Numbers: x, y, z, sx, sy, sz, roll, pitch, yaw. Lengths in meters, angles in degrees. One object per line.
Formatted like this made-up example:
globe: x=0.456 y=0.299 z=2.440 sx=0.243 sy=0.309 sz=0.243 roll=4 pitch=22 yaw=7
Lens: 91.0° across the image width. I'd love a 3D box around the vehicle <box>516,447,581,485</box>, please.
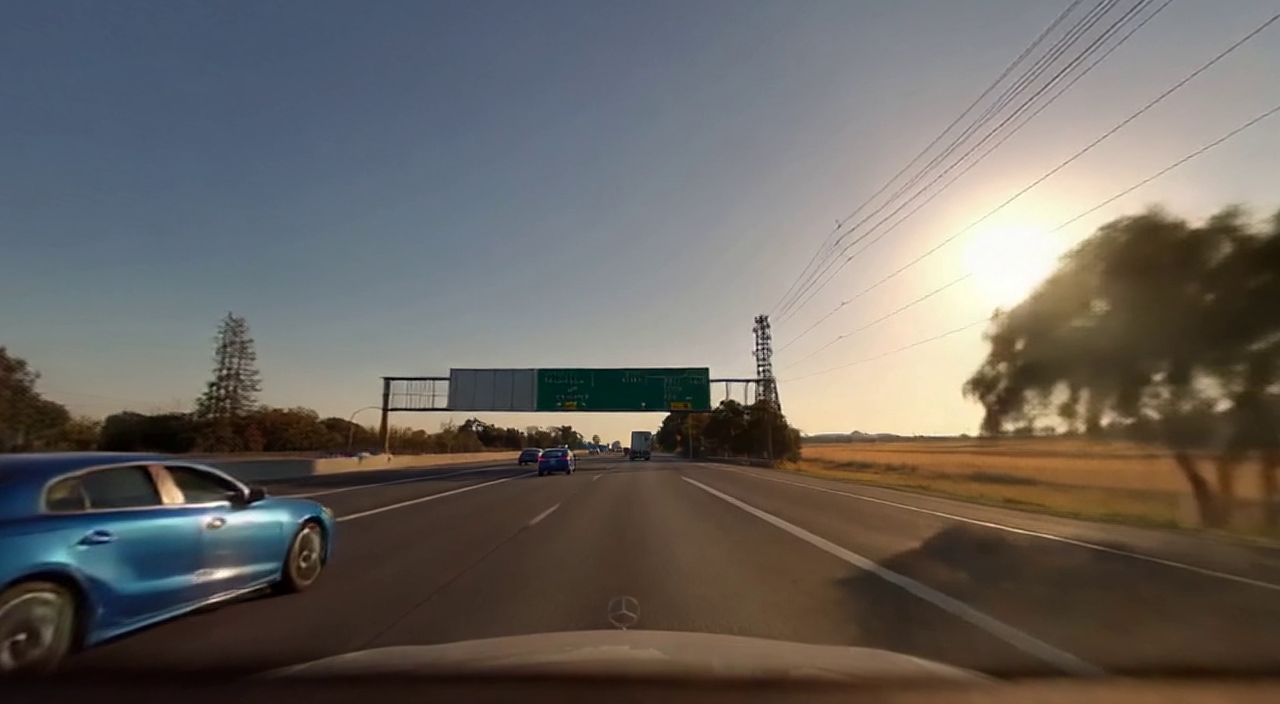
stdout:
vehicle: x=-3.868 y=4.921 z=27.534 sx=2.104 sy=1.501 sz=4.459 roll=0 pitch=-9 yaw=1
